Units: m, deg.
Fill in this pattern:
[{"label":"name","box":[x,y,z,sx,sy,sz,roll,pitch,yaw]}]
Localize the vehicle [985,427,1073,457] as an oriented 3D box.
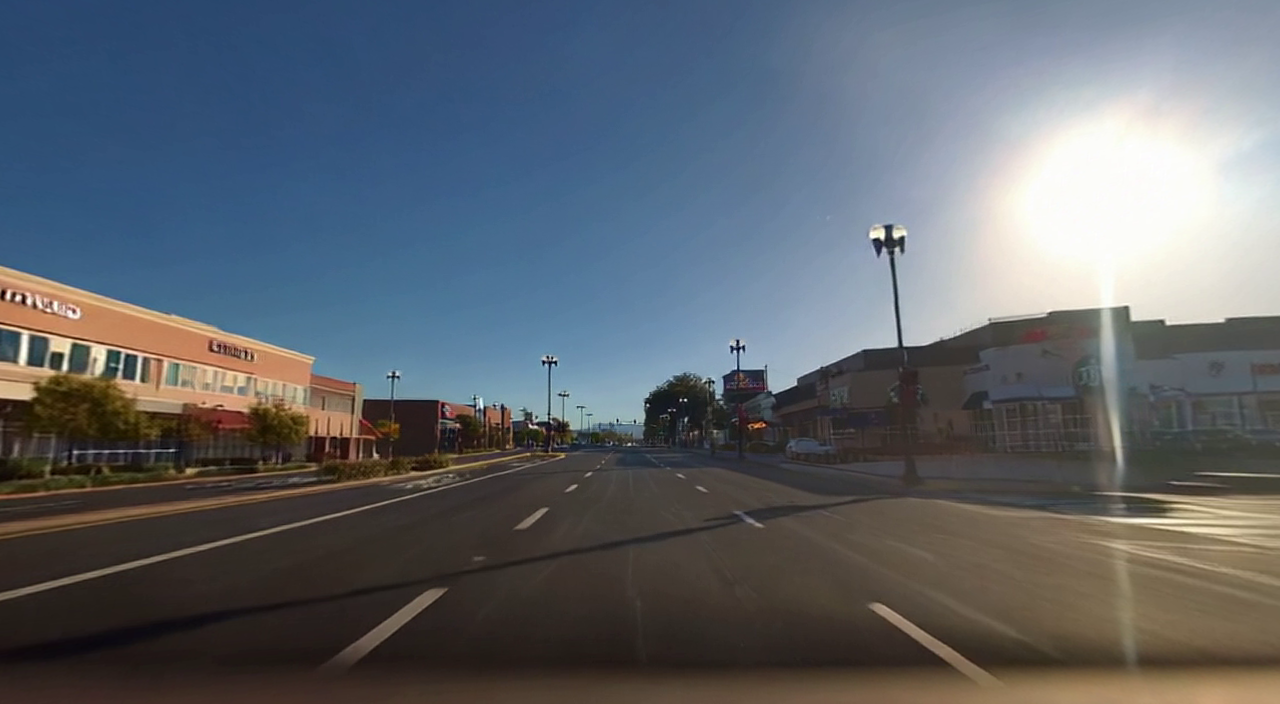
[{"label":"vehicle","box":[29.527,6.813,47.876,6.327,1.962,2.210,1,-9,-23]}]
